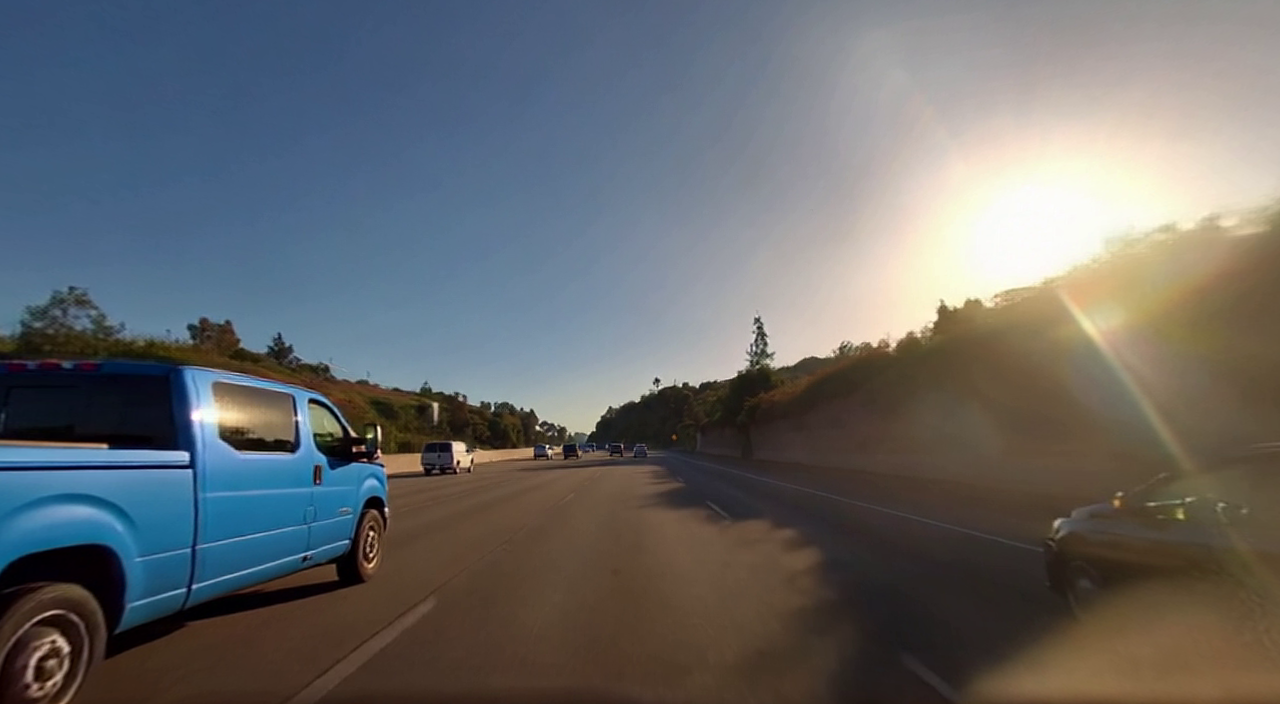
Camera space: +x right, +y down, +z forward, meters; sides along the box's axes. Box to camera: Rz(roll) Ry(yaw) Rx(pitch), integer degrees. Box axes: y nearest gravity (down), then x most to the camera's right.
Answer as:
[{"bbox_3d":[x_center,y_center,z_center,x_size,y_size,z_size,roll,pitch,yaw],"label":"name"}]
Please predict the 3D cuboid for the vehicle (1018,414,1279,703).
[{"bbox_3d":[4.185,1.036,2.834,2.047,1.524,4.619,0,-9,-1],"label":"vehicle"}]

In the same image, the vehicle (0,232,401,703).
[{"bbox_3d":[-3.566,0.723,2.932,2.483,2.100,6.208,0,-9,0],"label":"vehicle"}]

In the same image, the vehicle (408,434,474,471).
[{"bbox_3d":[-10.952,5.562,35.176,2.012,1.875,4.895,0,-9,1],"label":"vehicle"}]
